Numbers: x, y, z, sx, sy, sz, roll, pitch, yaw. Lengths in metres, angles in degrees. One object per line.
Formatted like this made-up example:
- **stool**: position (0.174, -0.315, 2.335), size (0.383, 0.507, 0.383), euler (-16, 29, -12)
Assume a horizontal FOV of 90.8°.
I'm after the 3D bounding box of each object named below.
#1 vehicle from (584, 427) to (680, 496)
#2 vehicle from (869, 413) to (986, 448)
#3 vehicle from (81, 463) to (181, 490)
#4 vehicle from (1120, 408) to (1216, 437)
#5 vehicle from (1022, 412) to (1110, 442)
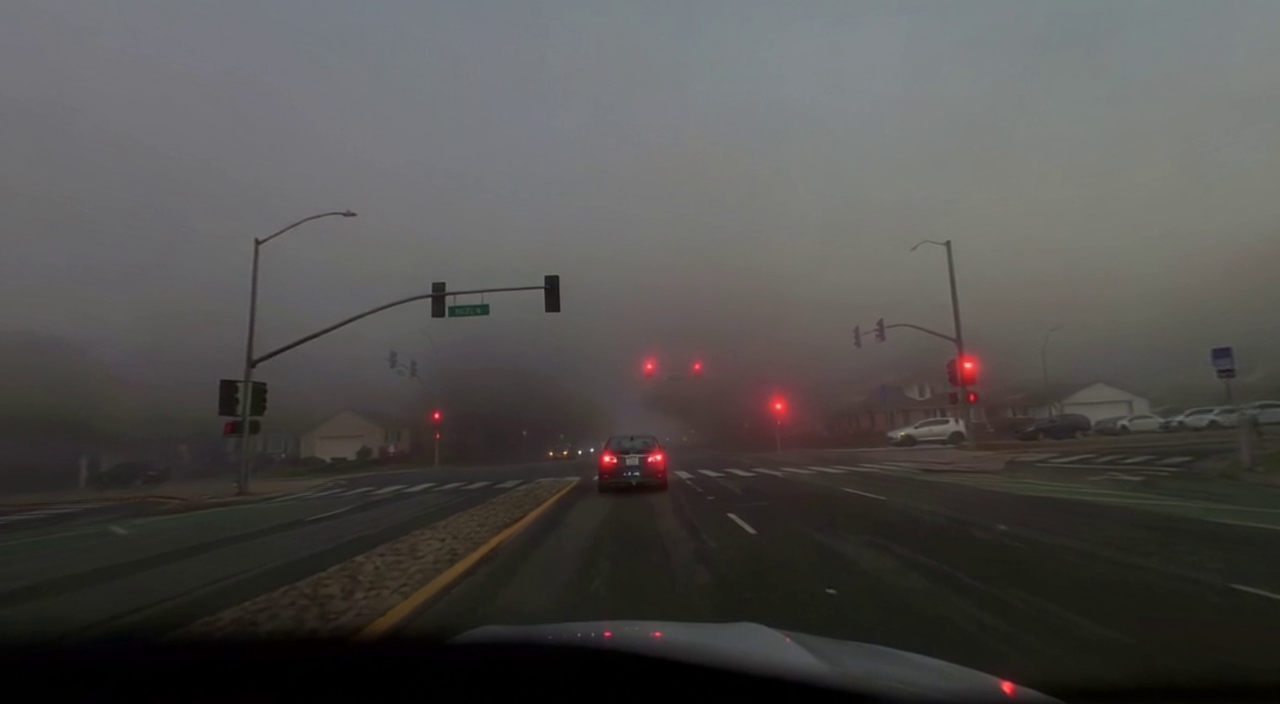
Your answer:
- **vehicle**: position (-0.083, 2.887, 17.055), size (2.074, 1.570, 3.647), euler (0, -8, 7)
- **vehicle**: position (17.932, 4.924, 39.677), size (6.025, 2.000, 2.876), euler (1, -7, -2)
- **vehicle**: position (-35.918, 8.764, 44.688), size (5.009, 1.739, 2.092), euler (1, -8, -6)
- **vehicle**: position (35.916, 4.806, 43.068), size (4.735, 1.784, 2.094), euler (1, -7, -3)
- **vehicle**: position (28.655, 5.095, 42.611), size (4.557, 1.899, 1.996), euler (1, -8, -5)
